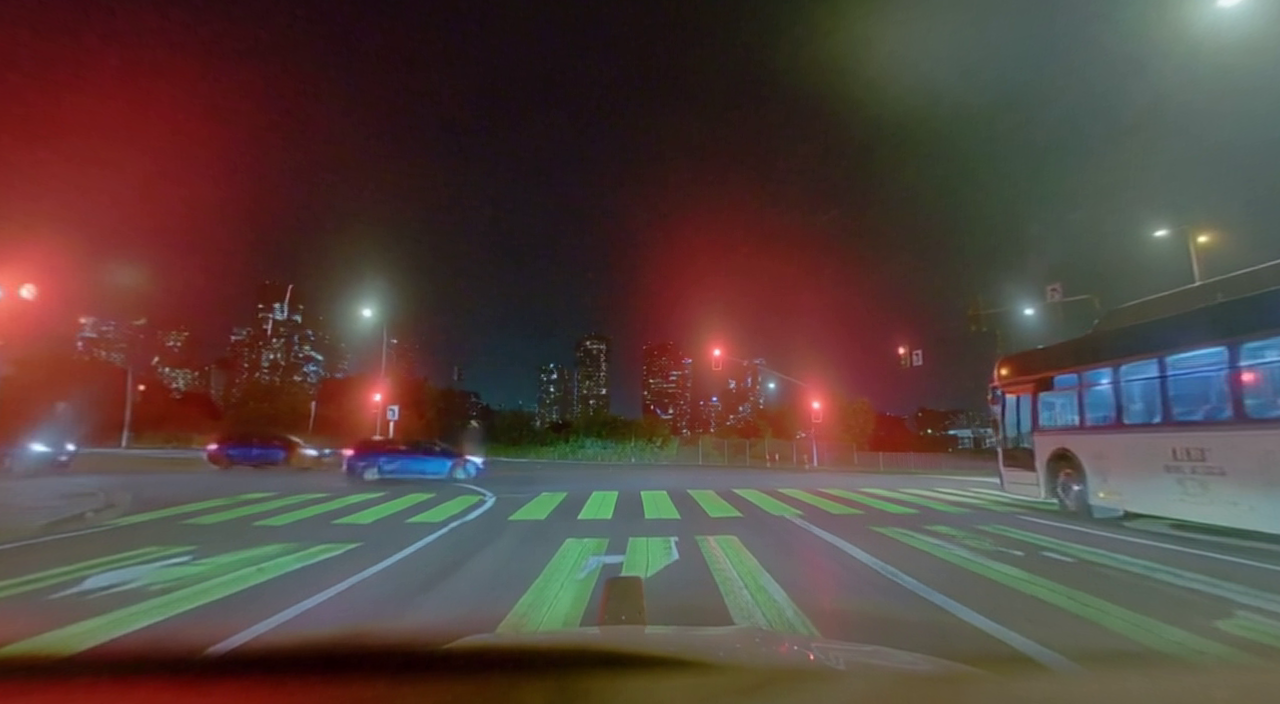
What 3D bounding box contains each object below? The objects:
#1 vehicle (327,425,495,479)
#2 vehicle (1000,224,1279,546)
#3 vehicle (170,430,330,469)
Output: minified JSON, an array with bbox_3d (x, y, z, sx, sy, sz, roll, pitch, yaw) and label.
[{"bbox_3d":[-7.583,3.393,21.283,5.014,1.675,1.906,4,-9,-18],"label":"vehicle"},{"bbox_3d":[9.550,0.468,8.222,2.916,4.009,13.397,0,-8,5],"label":"vehicle"},{"bbox_3d":[-15.854,3.990,25.988,5.203,1.488,1.907,3,-9,-18],"label":"vehicle"}]
